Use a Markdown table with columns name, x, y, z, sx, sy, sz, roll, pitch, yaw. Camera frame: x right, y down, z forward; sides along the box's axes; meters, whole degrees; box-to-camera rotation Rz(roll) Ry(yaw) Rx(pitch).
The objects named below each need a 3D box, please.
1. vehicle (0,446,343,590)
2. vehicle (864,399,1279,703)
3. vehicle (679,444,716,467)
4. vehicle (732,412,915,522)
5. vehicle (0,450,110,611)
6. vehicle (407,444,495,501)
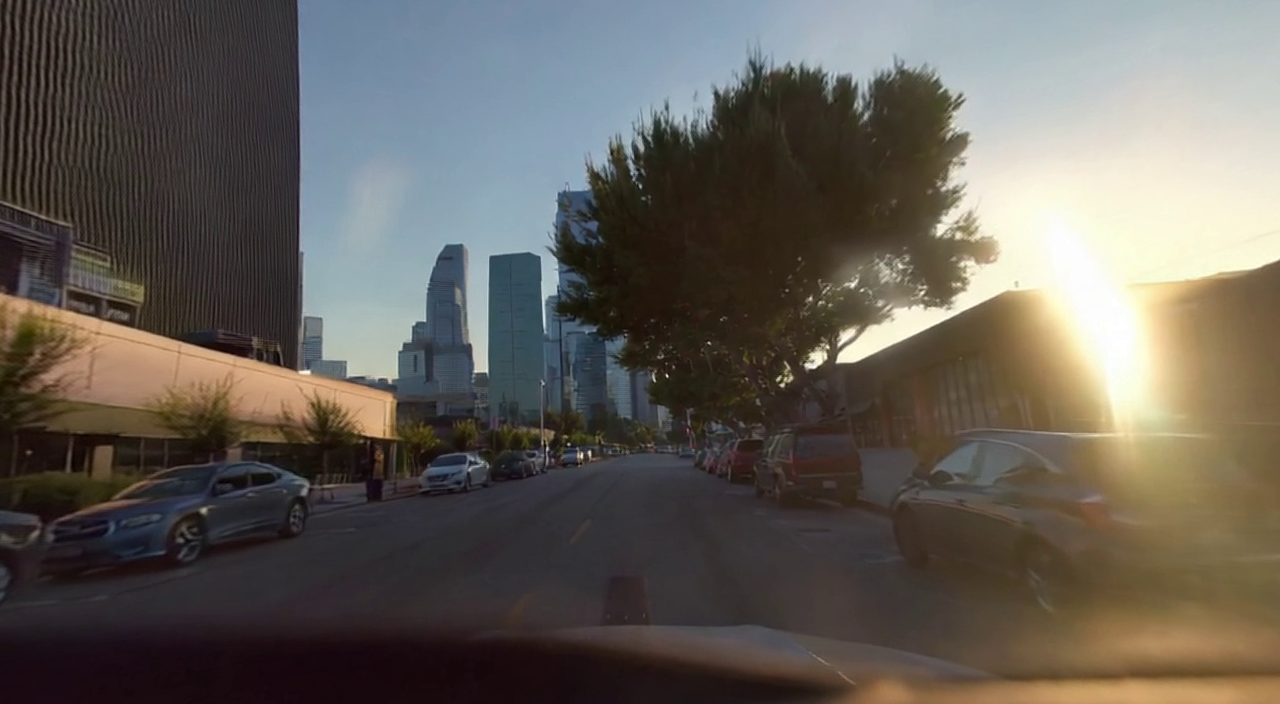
| name | x | y | z | sx | sy | sz | roll | pitch | yaw |
| --- | --- | --- | --- | --- | --- | --- | --- | --- | --- |
| vehicle | -7.073 | 2.369 | 10.052 | 2.182 | 1.522 | 4.946 | -3 | -7 | 2 |
| vehicle | 3.910 | 1.375 | 5.730 | 2.008 | 1.644 | 4.476 | 0 | -8 | -1 |
| vehicle | 4.046 | 7.400 | 45.141 | 2.081 | 1.463 | 4.263 | 0 | -8 | -3 |
| vehicle | 3.789 | 2.472 | 14.334 | 2.390 | 2.005 | 5.276 | 0 | -8 | -2 |
| vehicle | -7.223 | 1.613 | 4.867 | 2.001 | 1.502 | 4.851 | -1 | -7 | 1 |
| vehicle | -7.163 | 4.553 | 24.538 | 1.996 | 1.770 | 5.518 | -2 | -7 | -3 |
